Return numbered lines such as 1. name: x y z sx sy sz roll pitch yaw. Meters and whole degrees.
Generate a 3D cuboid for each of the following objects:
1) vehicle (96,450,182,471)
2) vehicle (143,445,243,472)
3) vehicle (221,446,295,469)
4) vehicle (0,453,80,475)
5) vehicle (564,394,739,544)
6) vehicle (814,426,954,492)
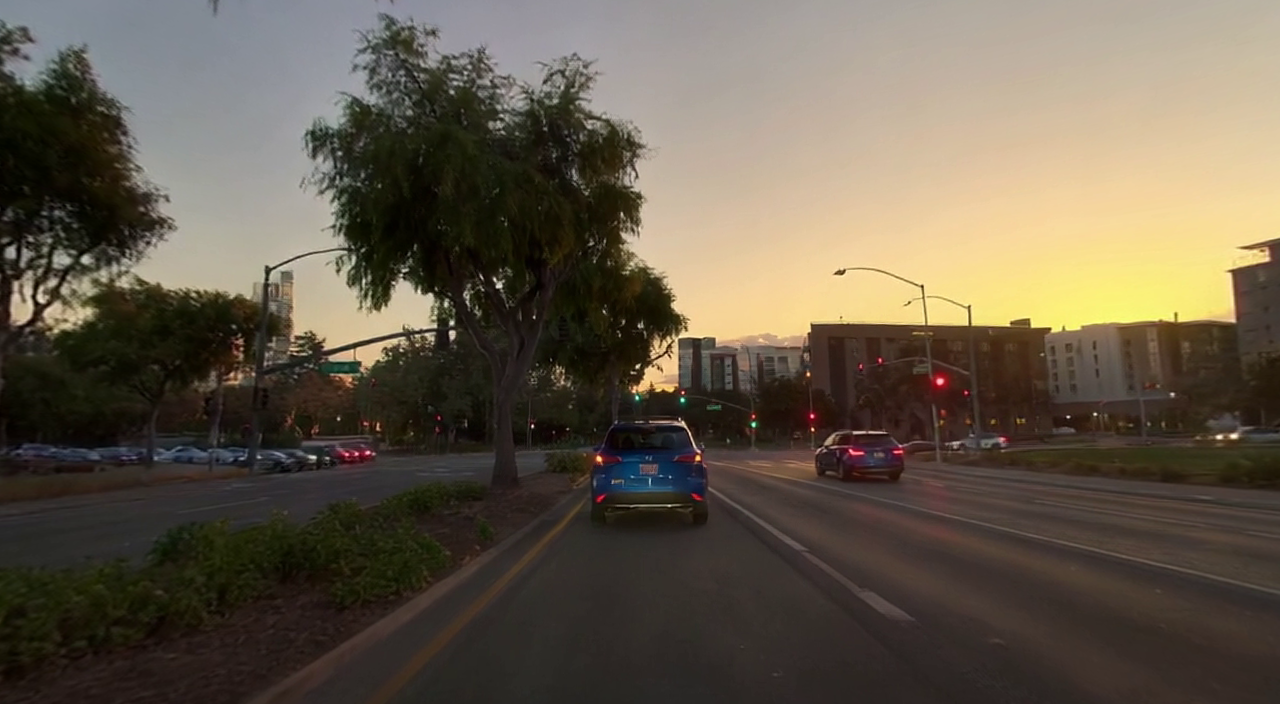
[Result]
1. vehicle: -36.520 7.898 46.162 4.647 1.484 1.893 0 -9 0
2. vehicle: -30.264 7.214 42.935 5.244 1.715 1.950 0 -9 1
3. vehicle: -27.653 7.636 45.910 4.100 1.567 1.868 0 -9 1
4. vehicle: -40.568 7.565 42.814 3.386 1.456 2.024 0 -9 1
5. vehicle: 0.238 1.873 10.637 2.267 1.926 4.708 -1 -9 2
6. vehicle: 7.078 3.172 19.018 2.447 1.707 4.396 0 -9 0
